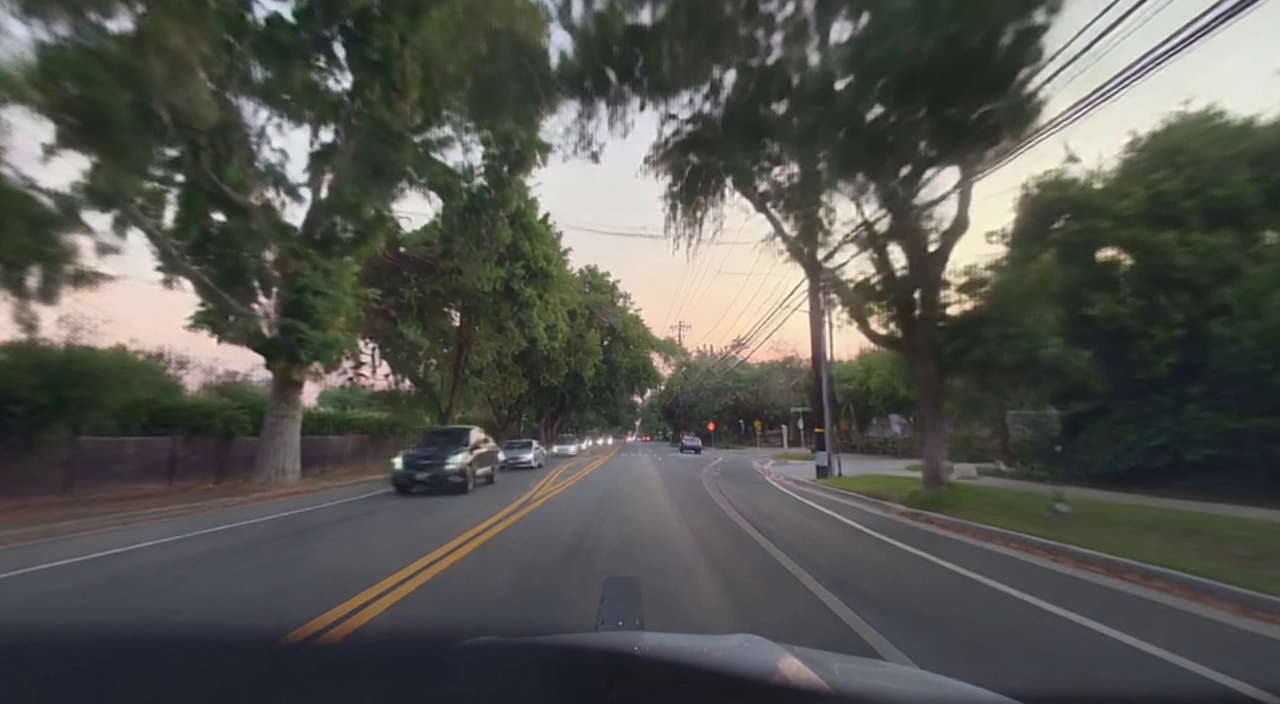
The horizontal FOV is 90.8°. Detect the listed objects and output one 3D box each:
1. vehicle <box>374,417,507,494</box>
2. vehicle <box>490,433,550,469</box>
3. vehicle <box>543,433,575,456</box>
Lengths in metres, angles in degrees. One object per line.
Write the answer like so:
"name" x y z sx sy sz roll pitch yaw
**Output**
"vehicle" -5.217 2.795 17.285 2.228 1.792 4.397 0 -8 -1
"vehicle" -5.246 4.395 28.152 1.909 1.463 4.569 0 -8 -2
"vehicle" -6.093 7.023 47.881 2.001 1.616 4.064 0 -8 -1
